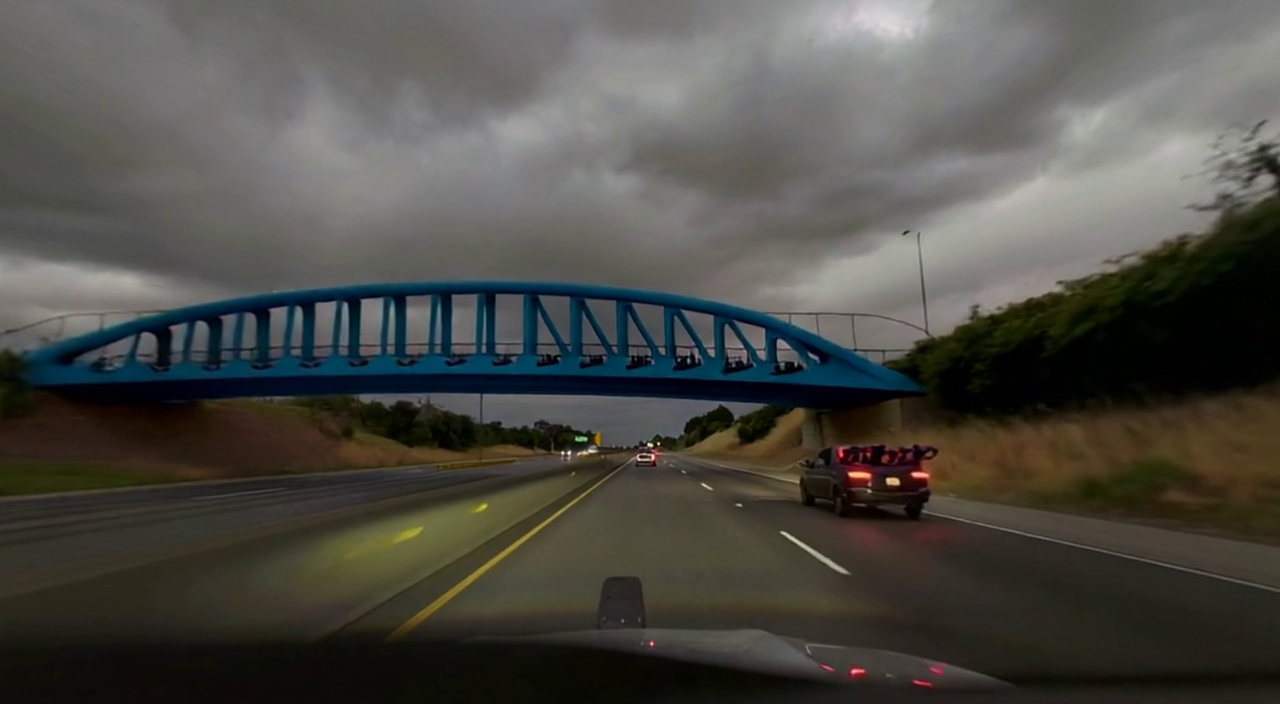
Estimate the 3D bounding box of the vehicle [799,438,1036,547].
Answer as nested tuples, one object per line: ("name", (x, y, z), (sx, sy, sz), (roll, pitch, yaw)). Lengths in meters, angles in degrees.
("vehicle", (4.539, 2.367, 11.387), (1.988, 1.505, 4.958), (0, -9, 0))
